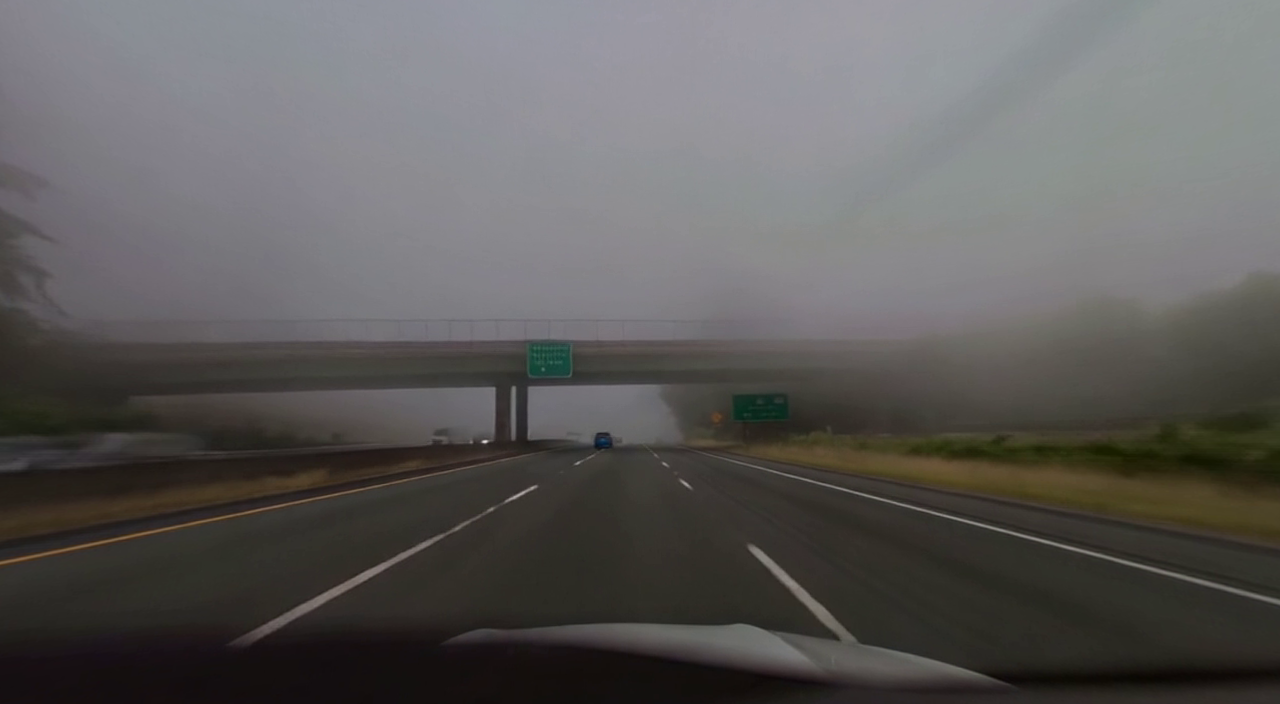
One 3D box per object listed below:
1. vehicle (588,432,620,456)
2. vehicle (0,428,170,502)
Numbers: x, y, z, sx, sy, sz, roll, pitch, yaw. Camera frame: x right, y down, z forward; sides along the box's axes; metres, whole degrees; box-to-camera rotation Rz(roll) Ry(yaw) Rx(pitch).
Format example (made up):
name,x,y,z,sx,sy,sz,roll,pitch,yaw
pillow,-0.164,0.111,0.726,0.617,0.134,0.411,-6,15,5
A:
name,x,y,z,sx,sy,sz,roll,pitch,yaw
vehicle,-2.607,6.791,46.730,2.086,1.624,4.607,0,-8,1
vehicle,-13.448,2.500,14.455,1.937,1.424,4.454,0,-8,-1
